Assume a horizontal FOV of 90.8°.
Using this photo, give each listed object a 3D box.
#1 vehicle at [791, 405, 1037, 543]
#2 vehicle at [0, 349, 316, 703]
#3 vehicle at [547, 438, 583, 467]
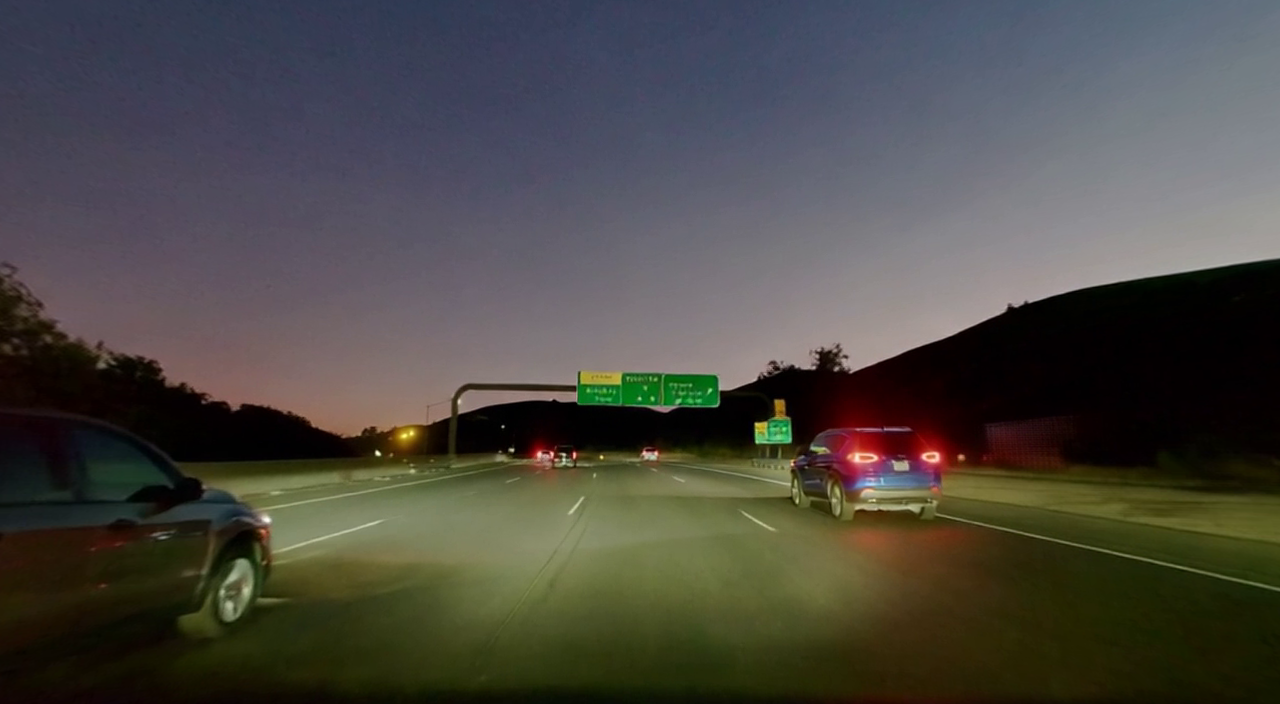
[{"bbox_3d":[4.423,2.074,11.322,2.103,1.903,4.837,0,-9,-1],"label":"vehicle"},{"bbox_3d":[-3.738,0.908,2.753,2.213,1.766,4.598,0,-9,0],"label":"vehicle"},{"bbox_3d":[-5.826,7.909,49.721,2.537,2.121,5.251,1,-9,-4],"label":"vehicle"}]
